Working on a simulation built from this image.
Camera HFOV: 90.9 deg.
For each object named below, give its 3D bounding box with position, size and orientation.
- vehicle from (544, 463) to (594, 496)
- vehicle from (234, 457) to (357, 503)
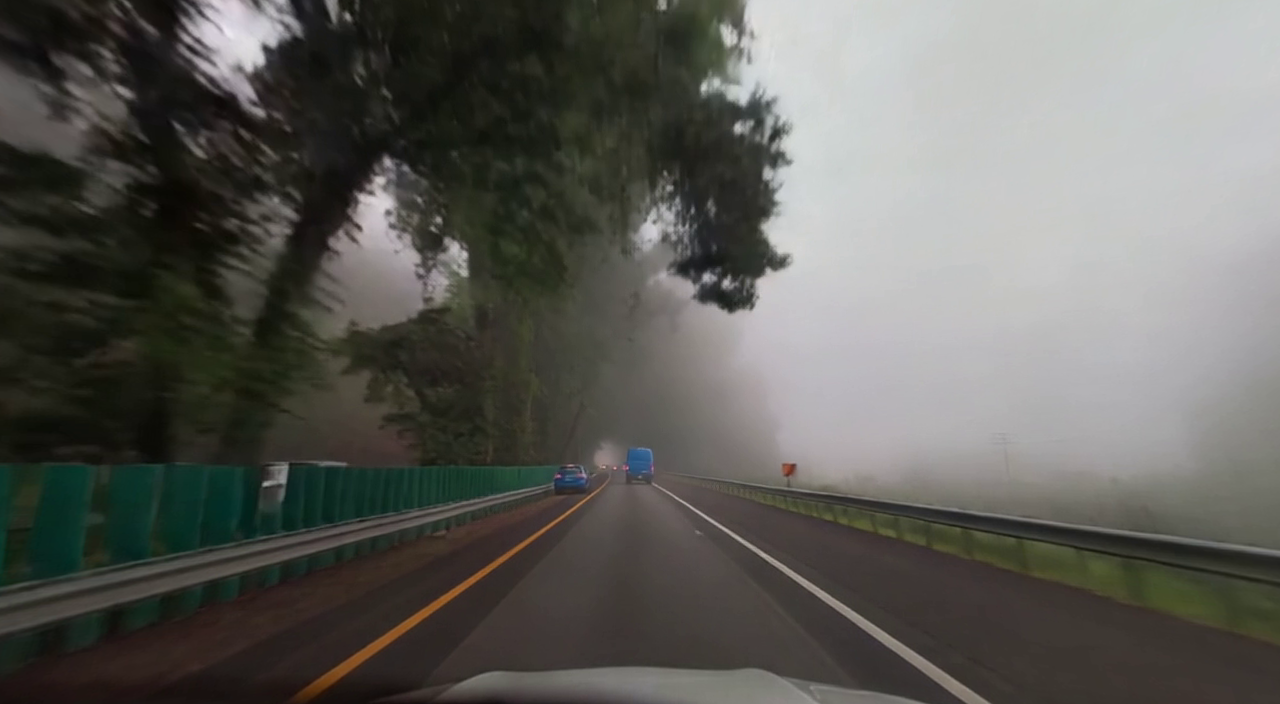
[{"bbox_3d":[-3.490,6.372,31.700,2.038,1.490,4.391,1,-11,-1],"label":"vehicle"},{"bbox_3d":[-12.848,4.820,23.890,1.900,1.512,4.717,1,-11,1],"label":"vehicle"}]
